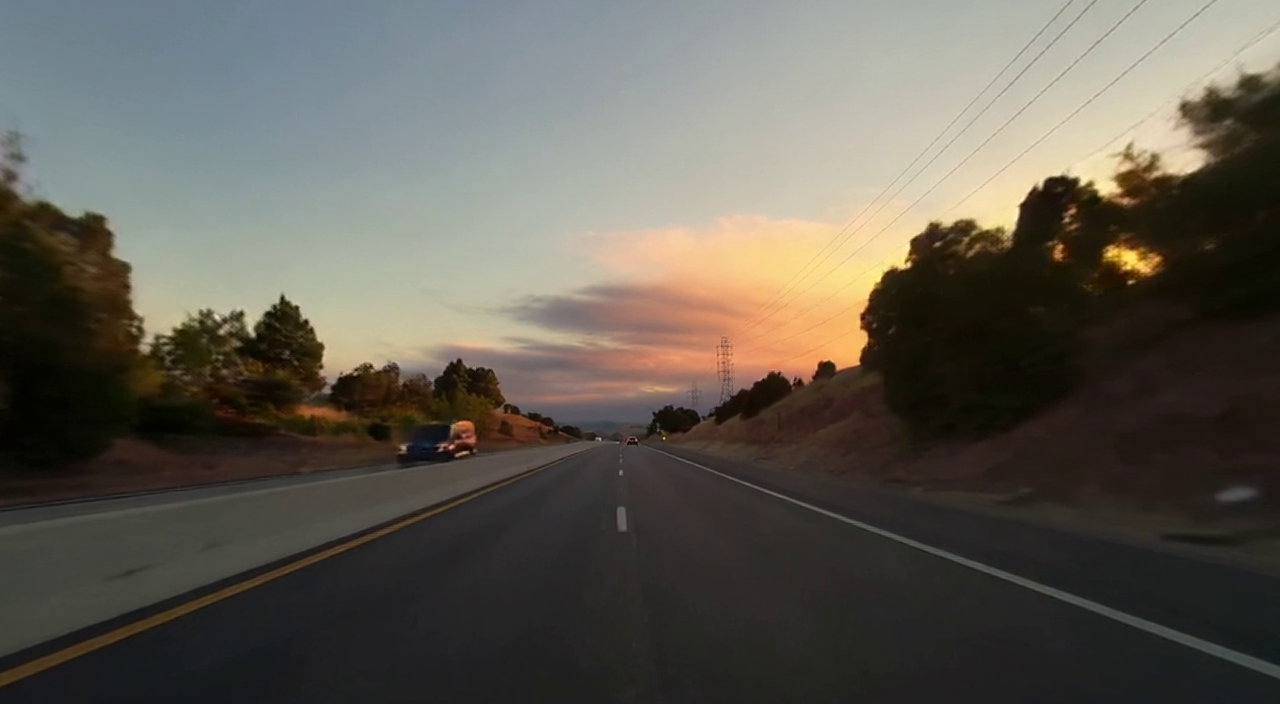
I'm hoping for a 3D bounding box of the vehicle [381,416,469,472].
[{"bbox_3d":[-9.875,4.294,29.459,2.249,2.323,5.638,0,-8,-2],"label":"vehicle"}]
